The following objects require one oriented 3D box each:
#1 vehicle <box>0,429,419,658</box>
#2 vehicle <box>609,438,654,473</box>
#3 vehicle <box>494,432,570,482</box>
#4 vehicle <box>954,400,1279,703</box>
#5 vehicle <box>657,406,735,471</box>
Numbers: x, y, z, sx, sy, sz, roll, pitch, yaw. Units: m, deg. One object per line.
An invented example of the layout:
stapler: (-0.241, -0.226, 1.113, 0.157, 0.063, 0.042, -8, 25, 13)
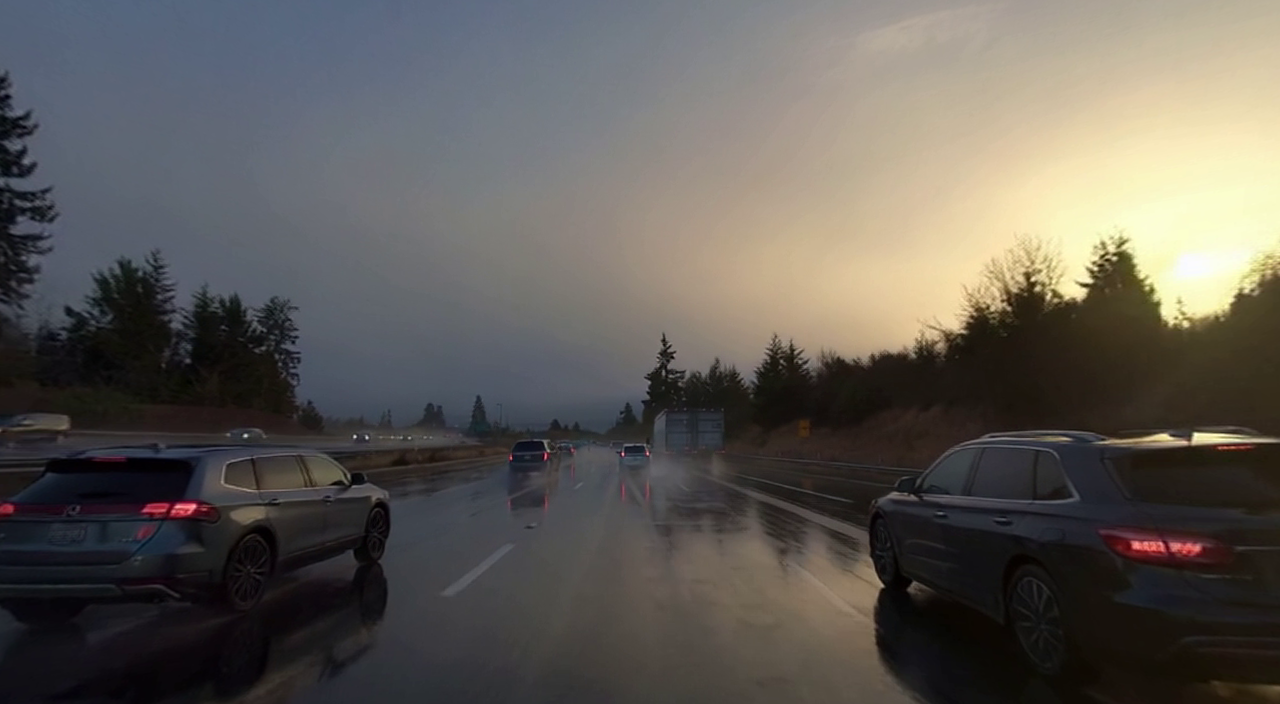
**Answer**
vehicle: (-3.976, 1.536, 6.197, 1.947, 1.424, 4.264, 0, -9, 2)
vehicle: (-0.444, 5.459, 33.354, 2.235, 1.682, 4.094, 0, -8, -1)
vehicle: (-4.245, 4.237, 25.673, 2.176, 1.783, 4.799, 0, -8, 1)
vehicle: (3.179, 0.924, 2.092, 2.031, 1.504, 4.327, 0, -8, 0)
vehicle: (3.037, 5.354, 38.518, 3.426, 3.279, 12.313, 0, -8, -1)
